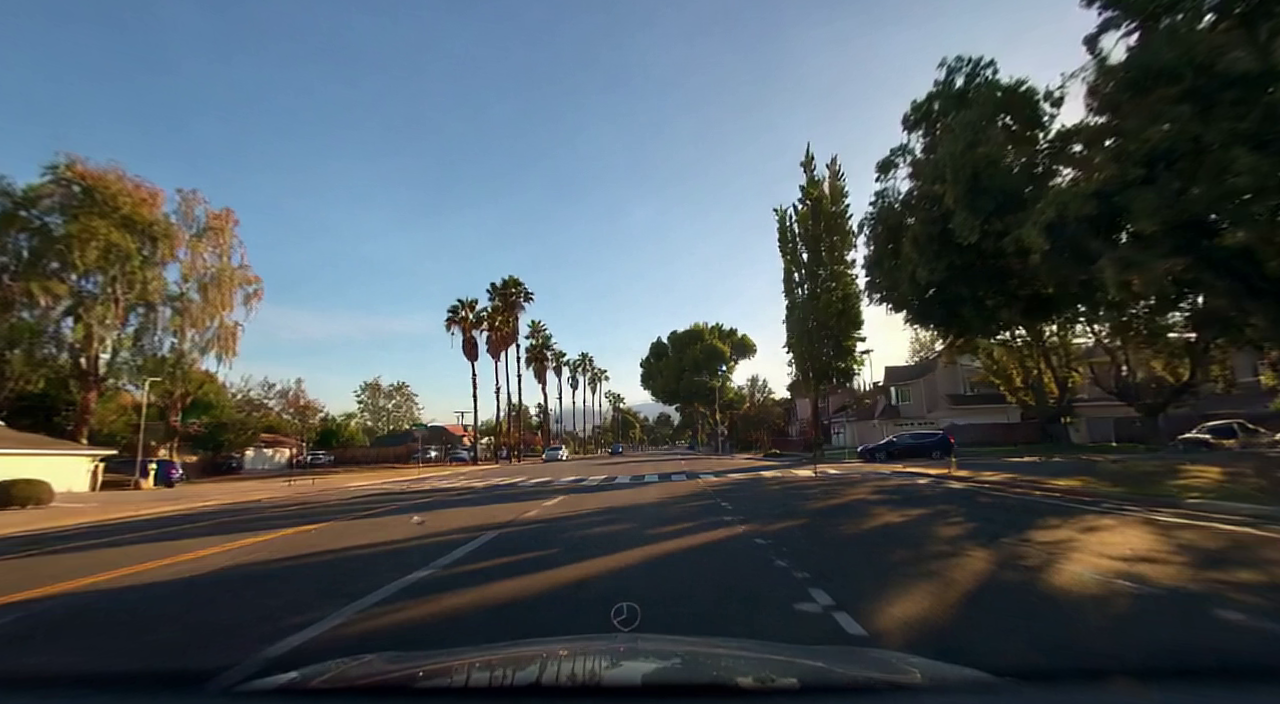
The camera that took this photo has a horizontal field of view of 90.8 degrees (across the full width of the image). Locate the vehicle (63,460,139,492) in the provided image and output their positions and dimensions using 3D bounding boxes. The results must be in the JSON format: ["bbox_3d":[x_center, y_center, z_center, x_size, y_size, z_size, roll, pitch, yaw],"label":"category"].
[{"bbox_3d":[-30.354,6.918,35.546,4.255,1.647,2.004,-6,-11,34],"label":"vehicle"}]

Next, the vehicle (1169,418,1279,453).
[{"bbox_3d":[31.063,4.374,32.903,5.062,1.742,1.976,-1,-9,3],"label":"vehicle"}]

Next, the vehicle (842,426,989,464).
[{"bbox_3d":[13.211,4.524,30.665,5.981,1.680,2.327,-1,-9,4],"label":"vehicle"}]

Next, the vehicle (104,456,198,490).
[{"bbox_3d":[-29.833,7.298,38.511,5.477,1.876,2.389,-5,-11,29],"label":"vehicle"}]
